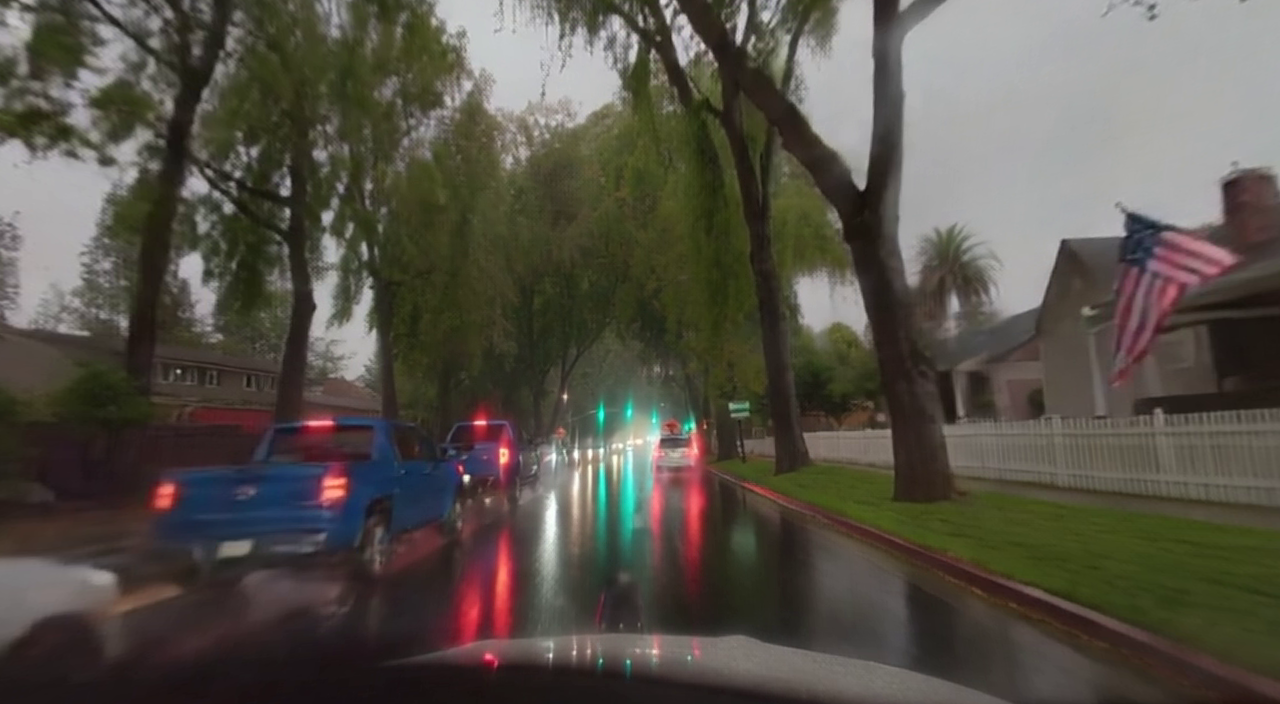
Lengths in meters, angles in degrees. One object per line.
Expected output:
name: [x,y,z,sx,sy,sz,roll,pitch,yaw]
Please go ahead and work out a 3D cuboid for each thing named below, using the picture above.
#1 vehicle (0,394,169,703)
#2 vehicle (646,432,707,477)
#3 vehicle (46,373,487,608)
vehicle: [-3.085,0.673,0.582,1.919,1.501,4.509,0,-9,-2]
vehicle: [1.381,4.187,26.029,2.258,1.682,4.635,0,-9,0]
vehicle: [-3.620,1.473,7.605,2.404,1.900,4.770,0,-9,-1]
